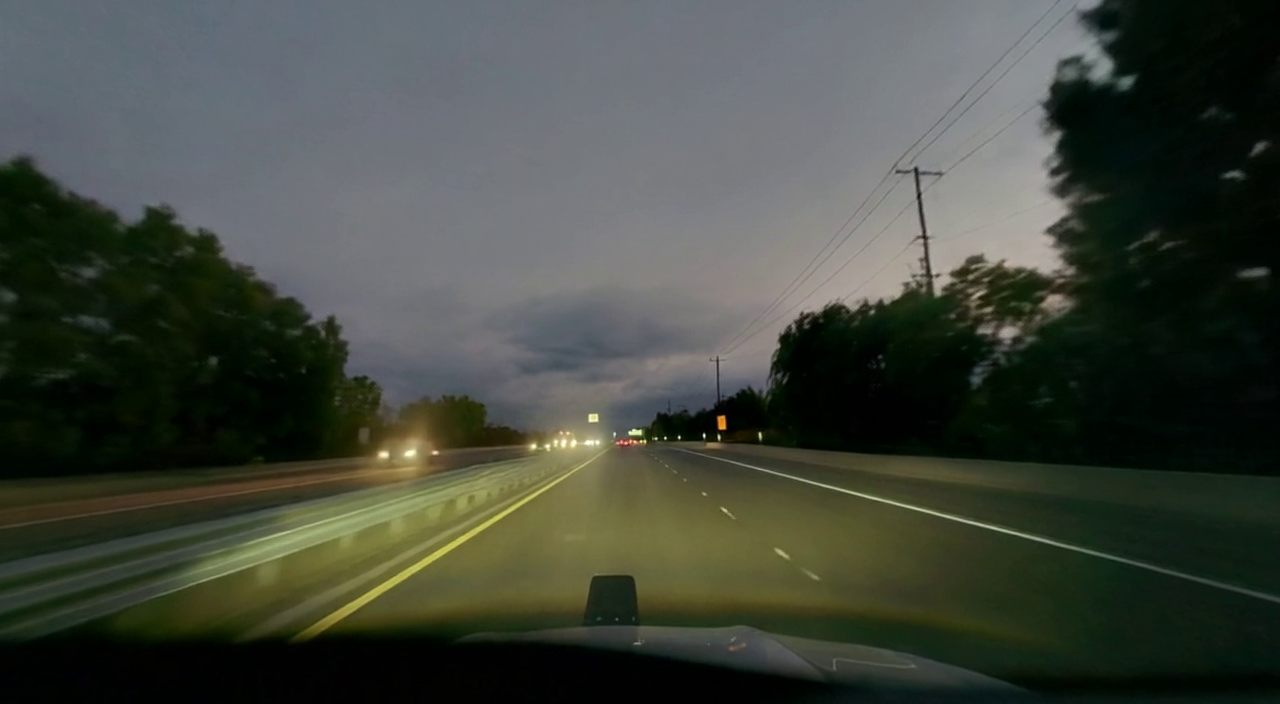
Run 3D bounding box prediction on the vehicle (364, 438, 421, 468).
[{"bbox_3d":[-13.578,5.525,34.785,1.790,1.507,3.493,0,-8,-1],"label":"vehicle"}]
